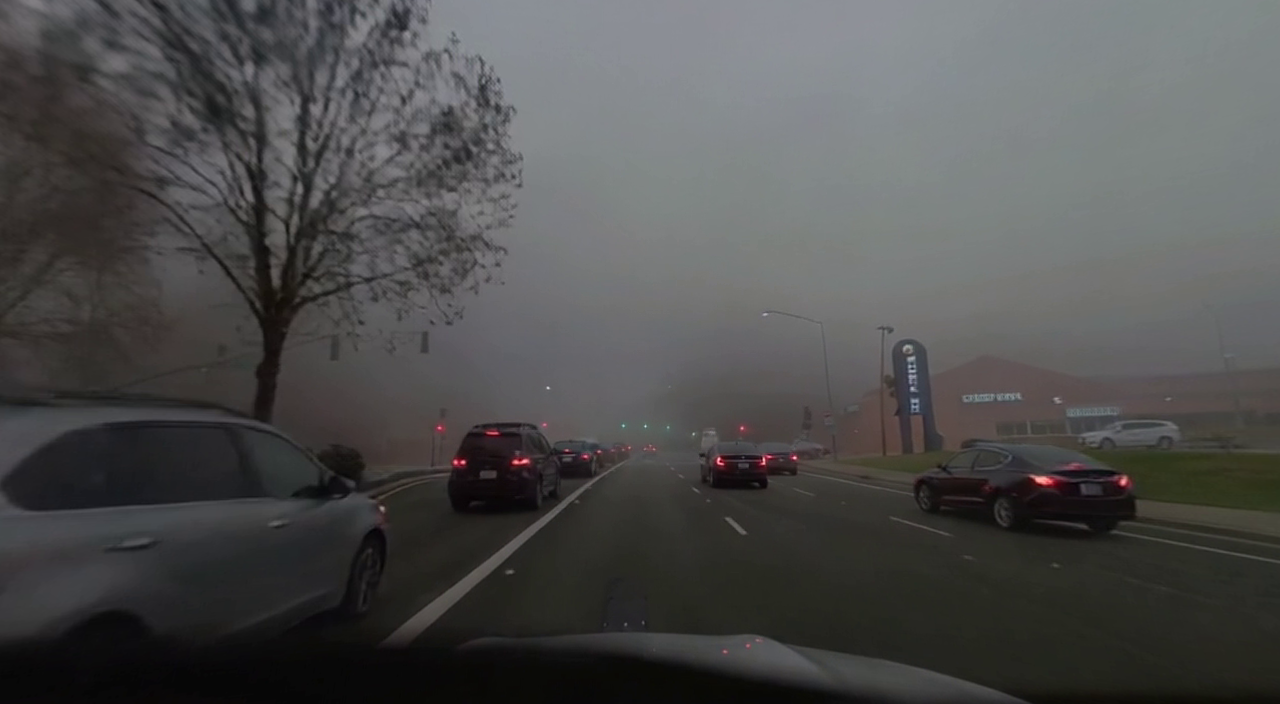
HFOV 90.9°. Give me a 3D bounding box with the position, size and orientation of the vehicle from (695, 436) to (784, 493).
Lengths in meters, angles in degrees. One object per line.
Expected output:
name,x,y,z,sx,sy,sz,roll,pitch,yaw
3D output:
vehicle,2.858,3.345,19.131,2.004,1.512,4.206,0,-9,0

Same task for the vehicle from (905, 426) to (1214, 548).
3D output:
vehicle,6.378,2.092,10.492,1.881,1.540,4.750,0,-9,0

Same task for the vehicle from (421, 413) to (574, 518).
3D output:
vehicle,-2.711,2.299,13.202,2.117,1.799,4.442,0,-9,0

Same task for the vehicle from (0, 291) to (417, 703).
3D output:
vehicle,-2.863,0.846,2.735,2.141,1.719,4.379,0,-9,1
